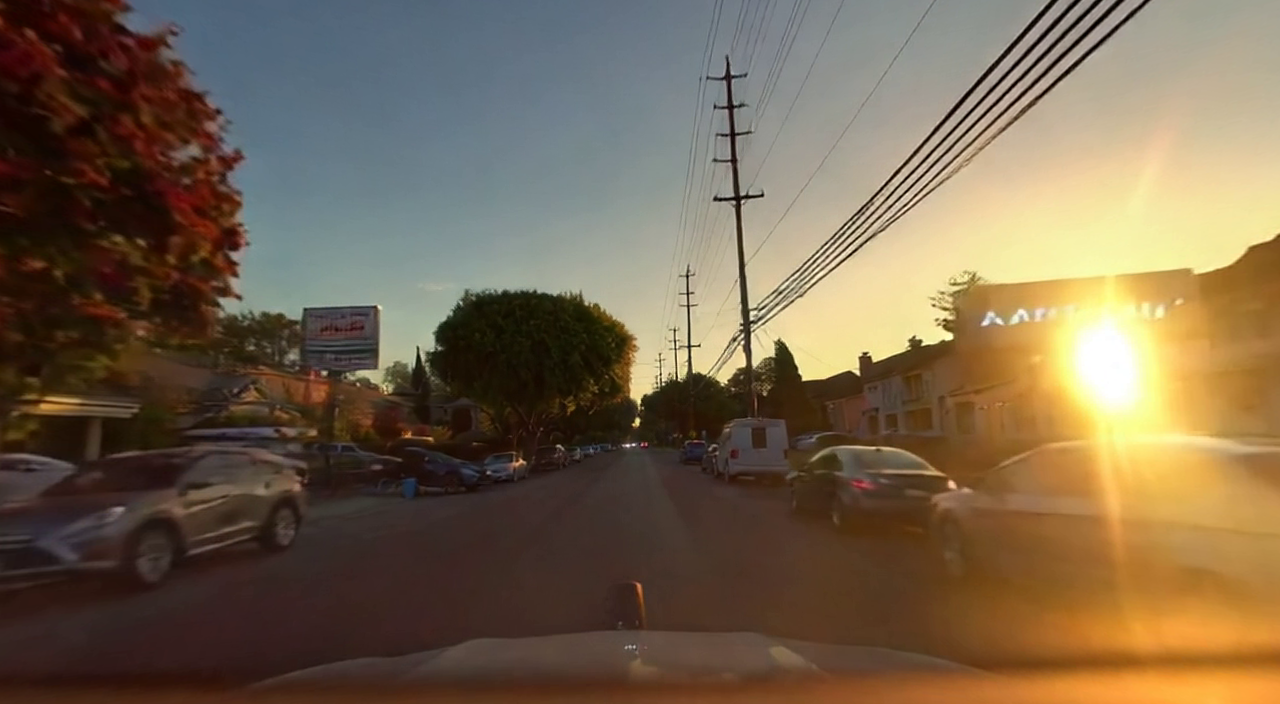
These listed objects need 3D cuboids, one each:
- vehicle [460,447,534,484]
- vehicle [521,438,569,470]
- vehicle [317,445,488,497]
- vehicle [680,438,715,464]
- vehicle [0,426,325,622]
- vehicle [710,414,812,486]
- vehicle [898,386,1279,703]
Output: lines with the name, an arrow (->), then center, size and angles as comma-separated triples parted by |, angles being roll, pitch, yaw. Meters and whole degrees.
vehicle -> -6.182, 4.950, 27.797 | 2.048, 1.438, 4.728 | -2, -9, 1
vehicle -> -6.197, 6.698, 41.620 | 2.322, 1.913, 5.582 | 0, -9, 0
vehicle -> -7.671, 3.887, 20.785 | 4.935, 1.454, 1.900 | -1, -8, -5
vehicle -> 3.723, 6.507, 41.426 | 1.848, 1.550, 4.054 | 0, -9, -1
vehicle -> -6.049, 1.851, 7.771 | 1.989, 1.693, 4.292 | -2, -8, 2
vehicle -> 3.971, 3.378, 21.823 | 2.396, 2.164, 5.381 | 0, -9, 0
vehicle -> 3.773, 1.111, 4.016 | 2.112, 1.528, 4.944 | 0, -9, 0
